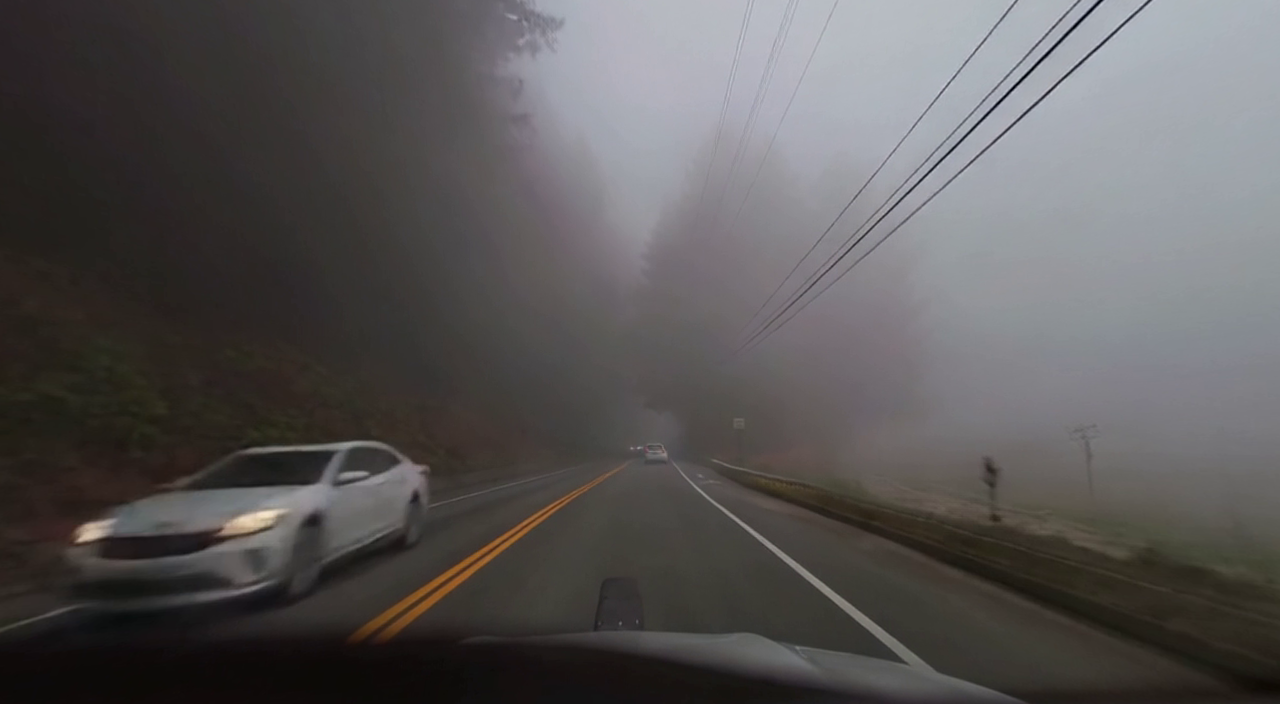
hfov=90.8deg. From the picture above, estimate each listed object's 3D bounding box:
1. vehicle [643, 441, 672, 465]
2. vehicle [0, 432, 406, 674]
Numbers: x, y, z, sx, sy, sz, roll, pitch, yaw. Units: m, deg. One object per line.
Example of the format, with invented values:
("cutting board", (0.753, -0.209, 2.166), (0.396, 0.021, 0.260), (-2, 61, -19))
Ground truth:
("vehicle", (1.348, 7.642, 47.934), (2.083, 1.767, 4.448), (-1, -9, 1))
("vehicle", (-3.868, 1.584, 5.990), (1.894, 1.537, 3.642), (0, -9, 0))
